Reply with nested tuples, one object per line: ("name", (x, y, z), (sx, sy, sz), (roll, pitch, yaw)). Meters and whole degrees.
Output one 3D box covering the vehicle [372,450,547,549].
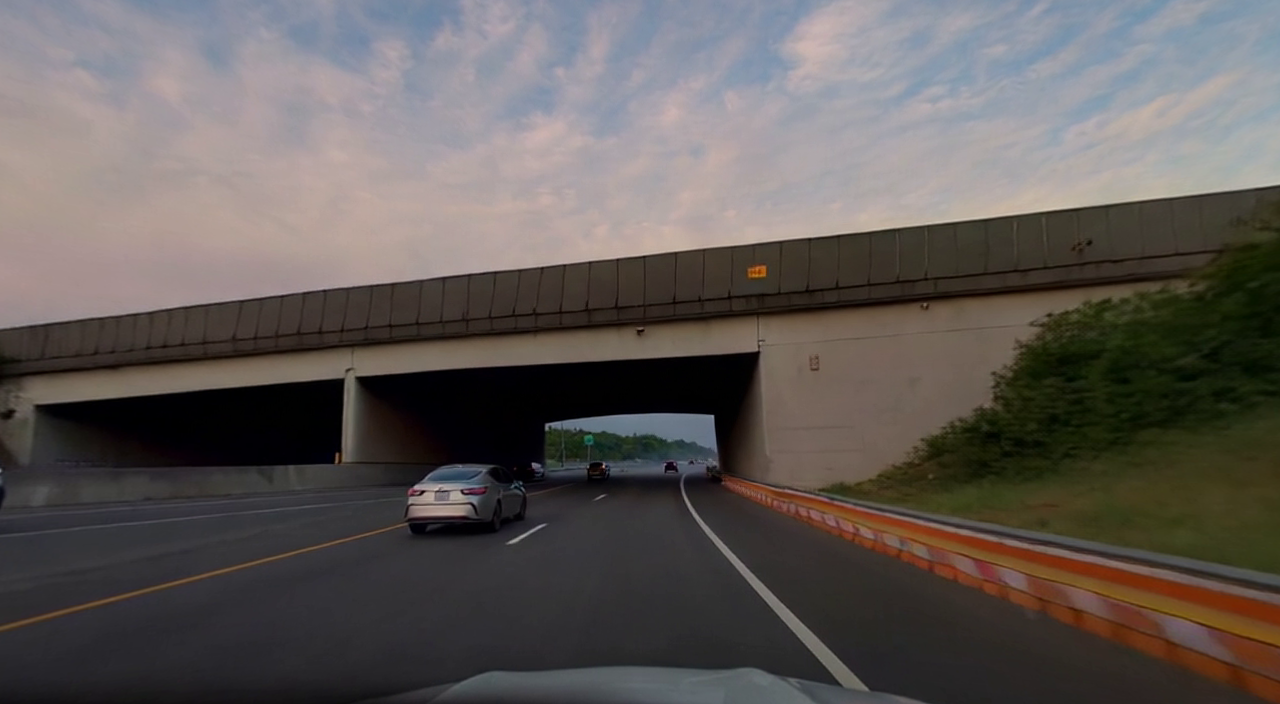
("vehicle", (-3.071, 2.616, 11.638), (1.992, 1.466, 3.690), (0, -10, 2))
